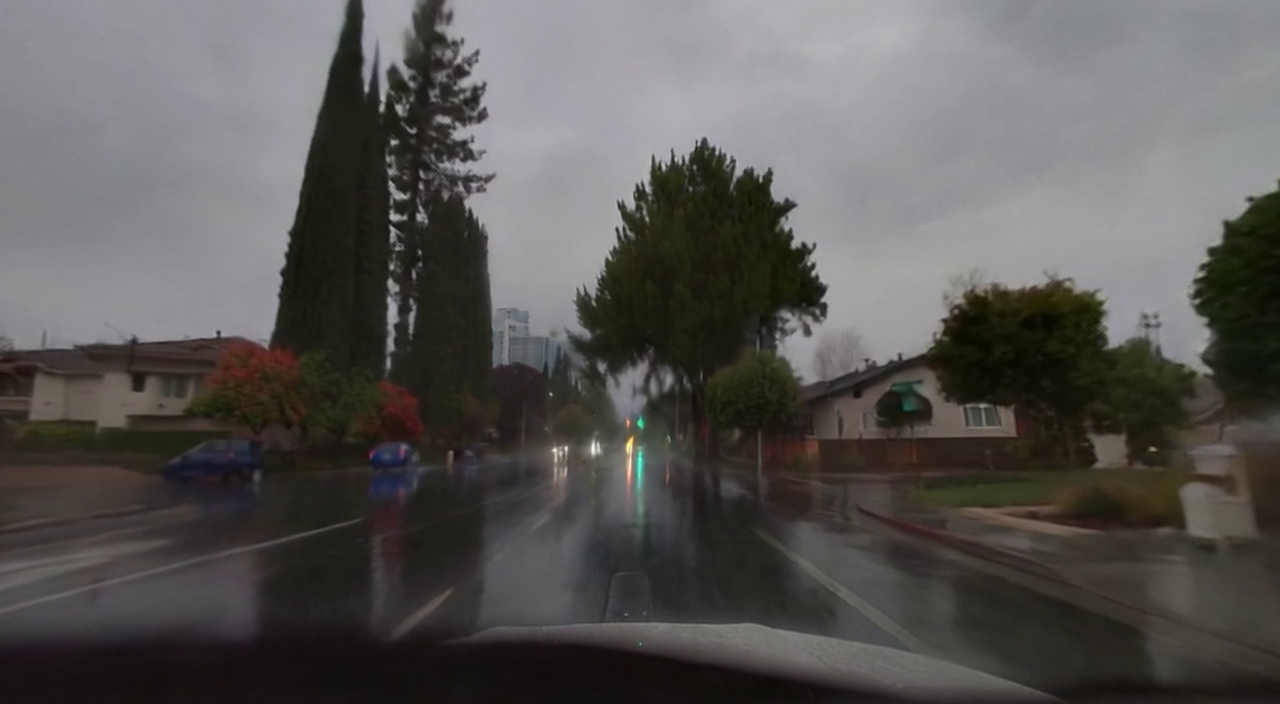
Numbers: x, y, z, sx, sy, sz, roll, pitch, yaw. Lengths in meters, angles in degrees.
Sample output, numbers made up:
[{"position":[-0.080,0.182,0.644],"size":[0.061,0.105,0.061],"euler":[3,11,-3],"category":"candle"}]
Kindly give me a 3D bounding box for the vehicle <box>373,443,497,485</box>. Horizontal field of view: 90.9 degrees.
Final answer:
[{"position":[-9.128,4.979,28.334],"size":[2.170,1.666,4.788],"euler":[-8,-12,43],"category":"vehicle"}]
